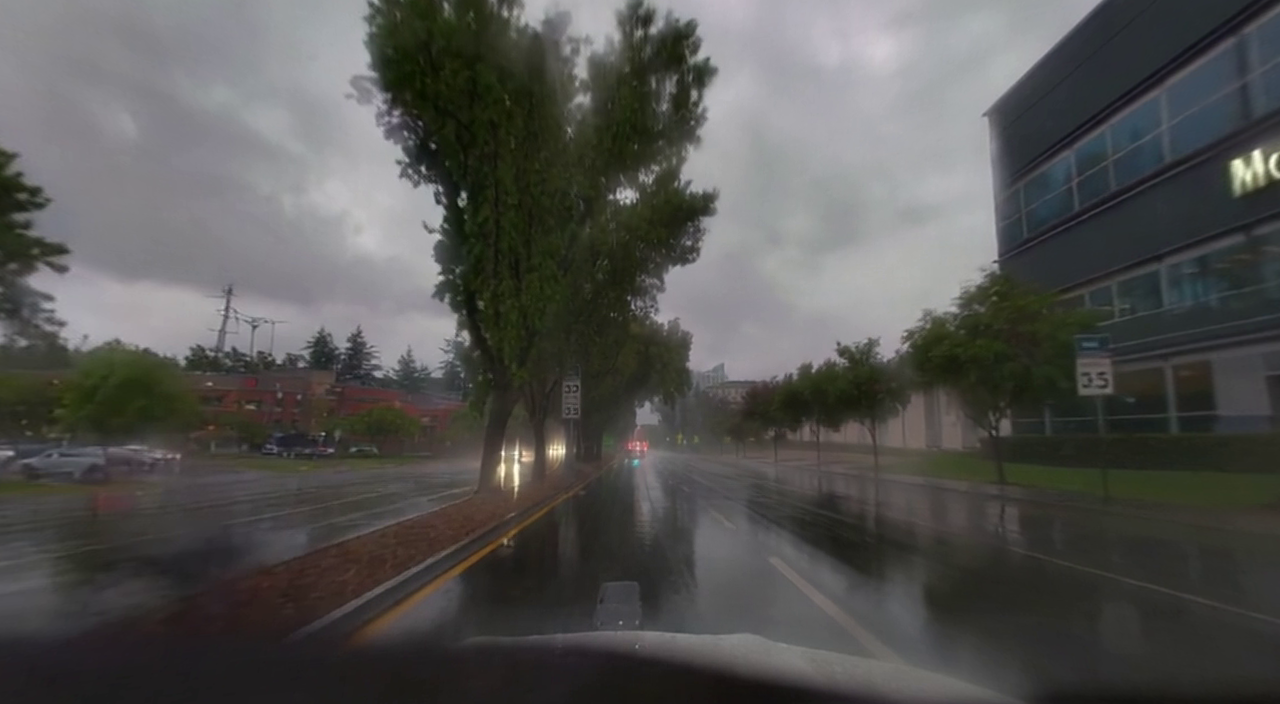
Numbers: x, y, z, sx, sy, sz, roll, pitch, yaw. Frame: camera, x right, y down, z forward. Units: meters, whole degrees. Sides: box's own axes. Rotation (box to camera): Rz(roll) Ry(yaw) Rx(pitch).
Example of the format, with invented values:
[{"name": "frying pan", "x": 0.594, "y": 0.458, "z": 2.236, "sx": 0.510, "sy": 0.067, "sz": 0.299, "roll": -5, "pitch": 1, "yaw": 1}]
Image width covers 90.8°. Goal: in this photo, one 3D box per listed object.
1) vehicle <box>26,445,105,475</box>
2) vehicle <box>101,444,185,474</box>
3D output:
[{"name": "vehicle", "x": -41.322, "y": 7.769, "z": 45.549, "sx": 1.965, "sy": 2.013, "sz": 4.085, "roll": 0, "pitch": -8, "yaw": -5}, {"name": "vehicle", "x": -35.790, "y": 7.665, "z": 45.708, "sx": 2.083, "sy": 2.034, "sz": 5.018, "roll": 0, "pitch": -8, "yaw": -2}]
